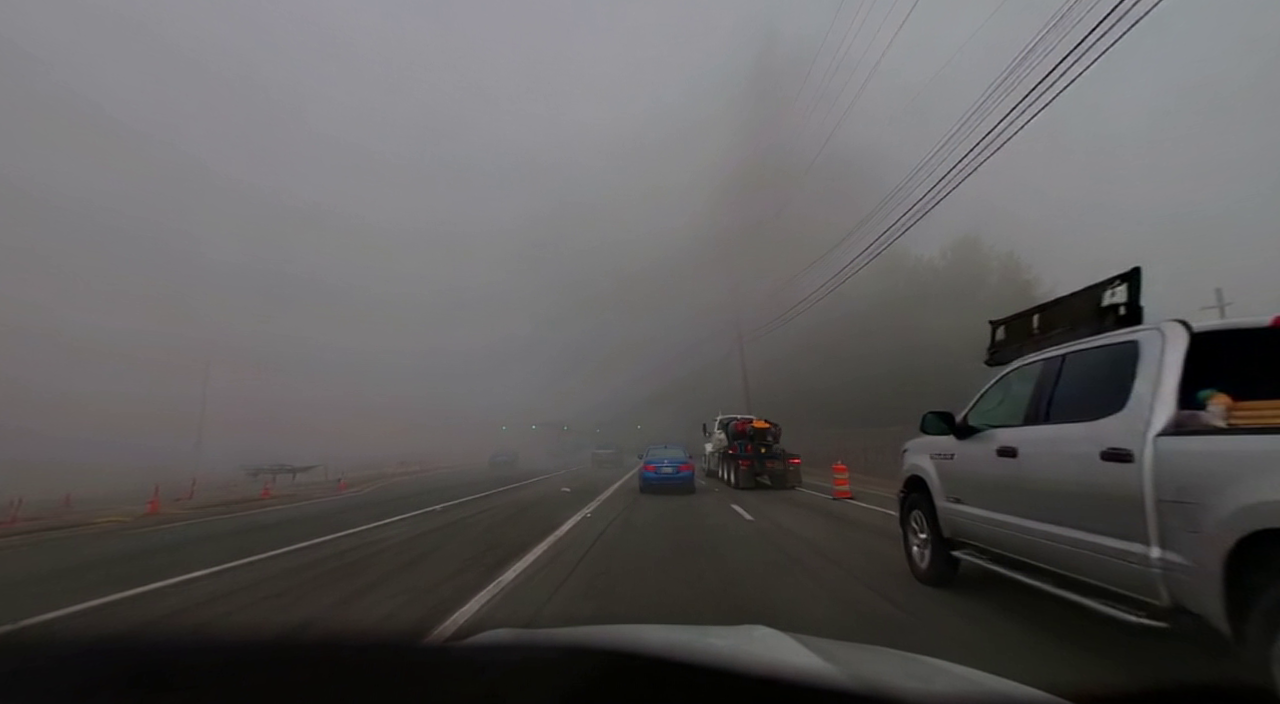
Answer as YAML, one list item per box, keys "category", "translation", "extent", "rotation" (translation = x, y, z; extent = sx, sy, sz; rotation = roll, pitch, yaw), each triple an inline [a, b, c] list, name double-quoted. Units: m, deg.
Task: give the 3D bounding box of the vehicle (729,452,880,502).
- category: "vehicle"
  translation: [4.930, 3.949, 20.648]
  extent: [2.554, 1.217, 7.611]
  rotation: [1, -8, -3]

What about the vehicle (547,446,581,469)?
- category: "vehicle"
  translation: [-5.491, 7.637, 45.939]
  extent: [1.999, 1.538, 4.325]
  rotation: [0, -8, 0]

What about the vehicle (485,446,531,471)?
- category: "vehicle"
  translation: [-8.511, 6.933, 41.207]
  extent: [2.018, 1.490, 4.926]
  rotation: [0, -8, -1]

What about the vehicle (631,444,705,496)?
- category: "vehicle"
  translation: [0.798, 3.703, 20.248]
  extent: [2.128, 1.473, 4.272]
  rotation: [0, -8, 0]

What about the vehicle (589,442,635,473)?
- category: "vehicle"
  translation: [-1.604, 6.259, 37.657]
  extent: [1.989, 1.729, 4.184]
  rotation: [-1, -9, 8]

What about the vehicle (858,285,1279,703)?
- category: "vehicle"
  translation: [3.790, 0.976, 3.980]
  extent: [2.555, 2.017, 6.201]
  rotation: [0, -9, 0]

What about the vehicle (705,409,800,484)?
- category: "vehicle"
  translation: [4.686, 4.139, 27.723]
  extent: [2.953, 2.907, 6.339]
  rotation: [0, -8, 0]
